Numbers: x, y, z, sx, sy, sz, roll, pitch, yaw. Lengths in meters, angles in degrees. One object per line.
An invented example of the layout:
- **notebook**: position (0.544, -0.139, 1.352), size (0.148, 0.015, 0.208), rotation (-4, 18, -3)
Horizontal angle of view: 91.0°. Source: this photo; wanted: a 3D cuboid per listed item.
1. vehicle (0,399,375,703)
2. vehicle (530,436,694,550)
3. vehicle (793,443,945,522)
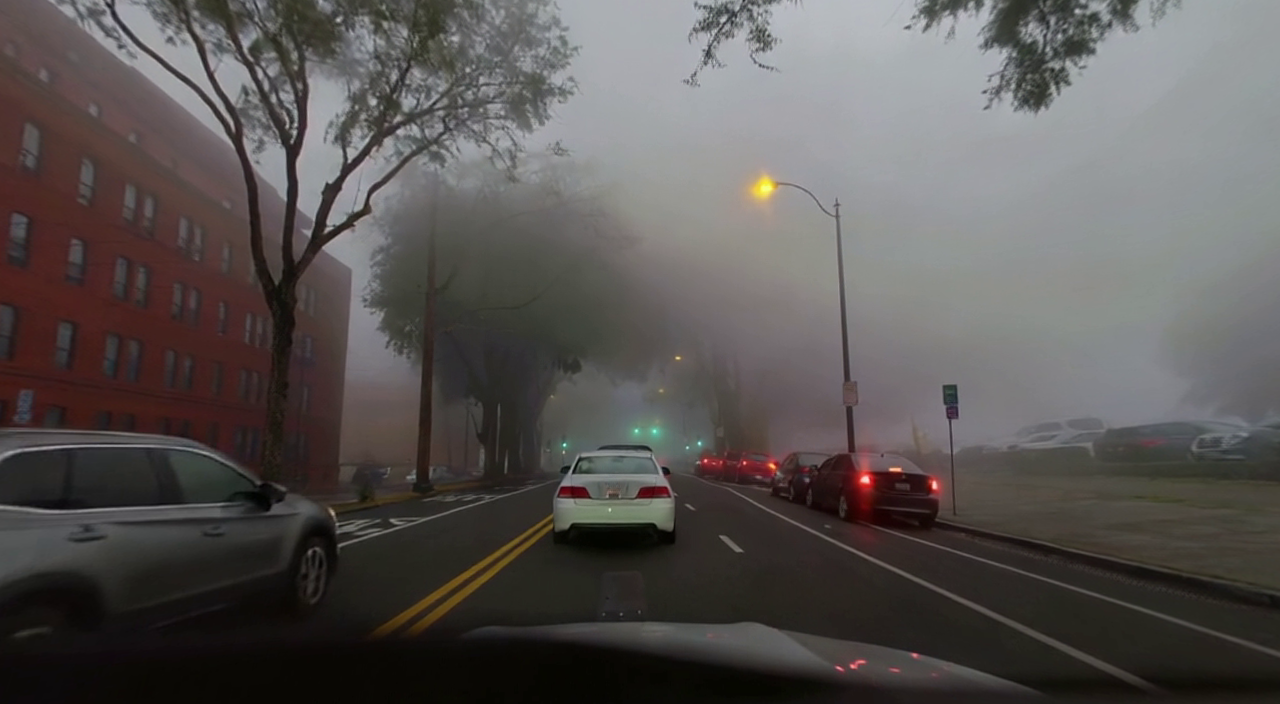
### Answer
- **vehicle**: position (-3.511, 1.126, 3.576), size (1.934, 1.548, 4.635), rotation (0, -9, 1)
- **vehicle**: position (-0.384, 2.237, 10.670), size (2.230, 1.518, 4.113), rotation (0, -9, 0)
- **vehicle**: position (4.915, 2.832, 14.202), size (1.832, 1.491, 4.054), rotation (1, -9, -1)
